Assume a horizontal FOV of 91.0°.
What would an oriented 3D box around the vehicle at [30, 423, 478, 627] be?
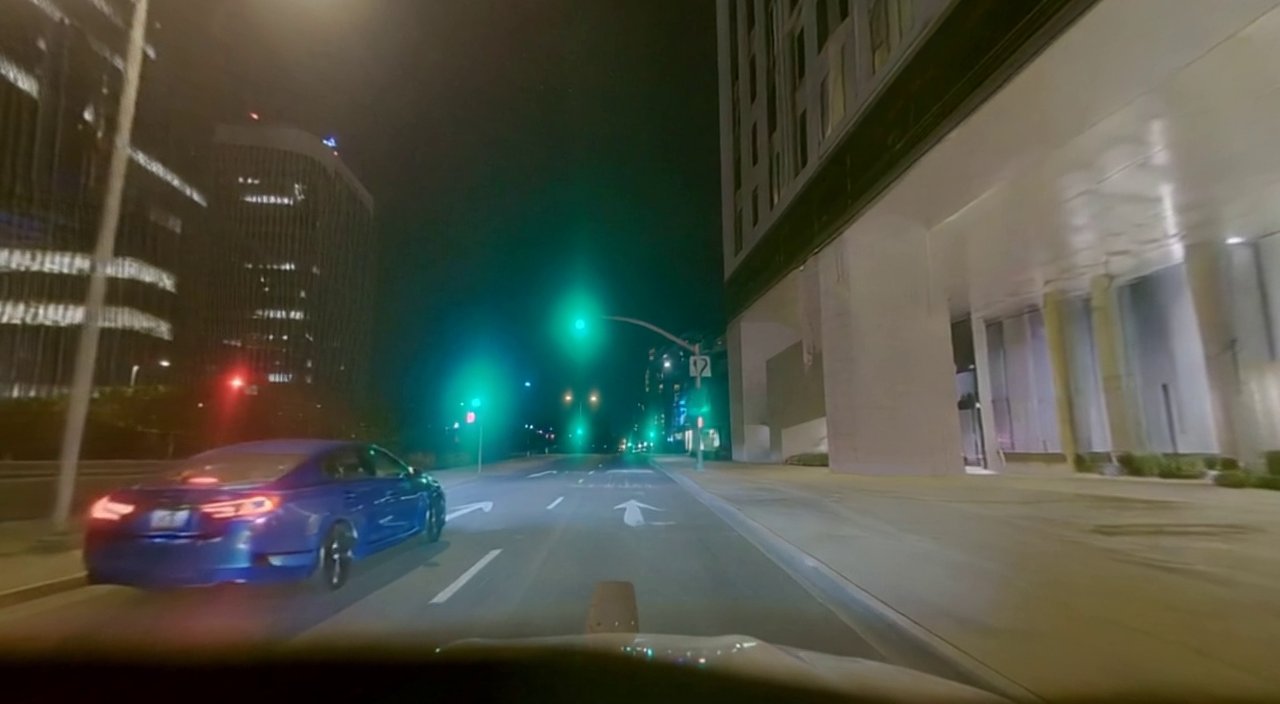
[{"bbox_3d":[-3.334,1.555,6.823,1.898,1.407,4.652,-1,-8,0],"label":"vehicle"}]
